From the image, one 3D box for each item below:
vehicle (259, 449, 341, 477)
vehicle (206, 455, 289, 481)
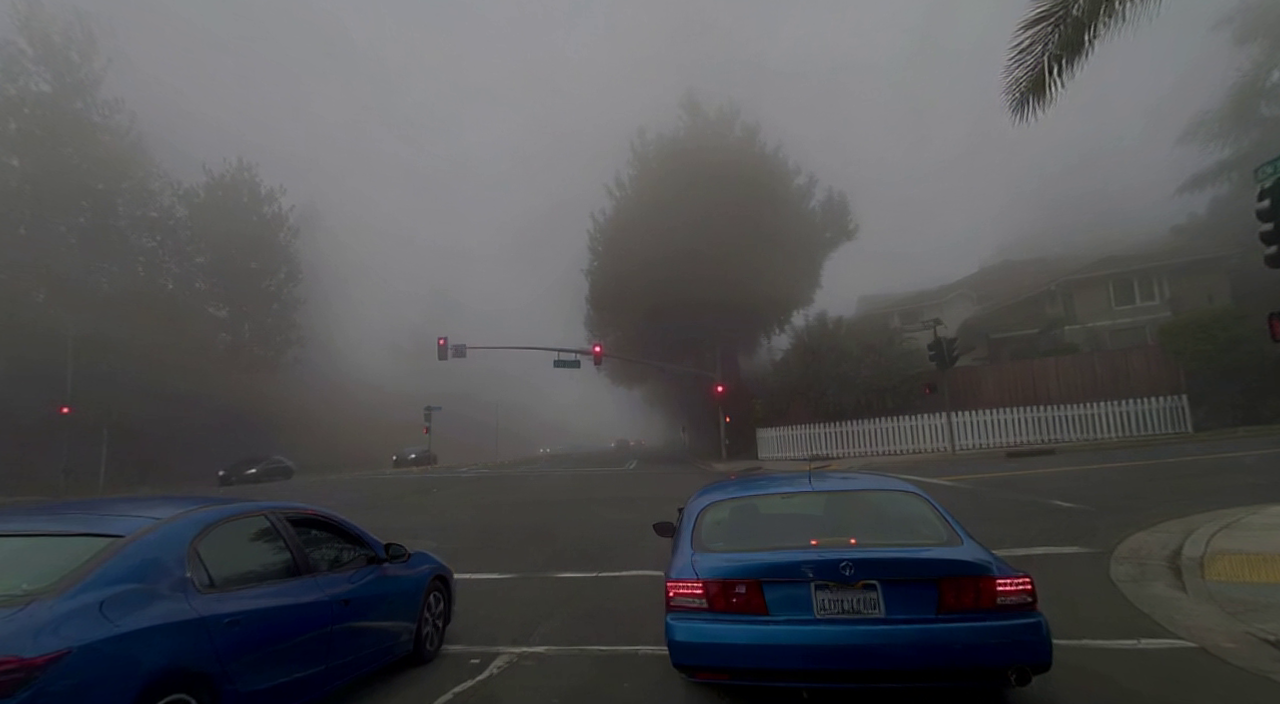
[{"bbox_3d":[-20.055,6.521,37.516,2.084,1.528,4.778,-1,-9,2],"label":"vehicle"},{"bbox_3d":[-24.093,7.113,39.009,2.019,1.427,4.630,0,-9,1],"label":"vehicle"}]
